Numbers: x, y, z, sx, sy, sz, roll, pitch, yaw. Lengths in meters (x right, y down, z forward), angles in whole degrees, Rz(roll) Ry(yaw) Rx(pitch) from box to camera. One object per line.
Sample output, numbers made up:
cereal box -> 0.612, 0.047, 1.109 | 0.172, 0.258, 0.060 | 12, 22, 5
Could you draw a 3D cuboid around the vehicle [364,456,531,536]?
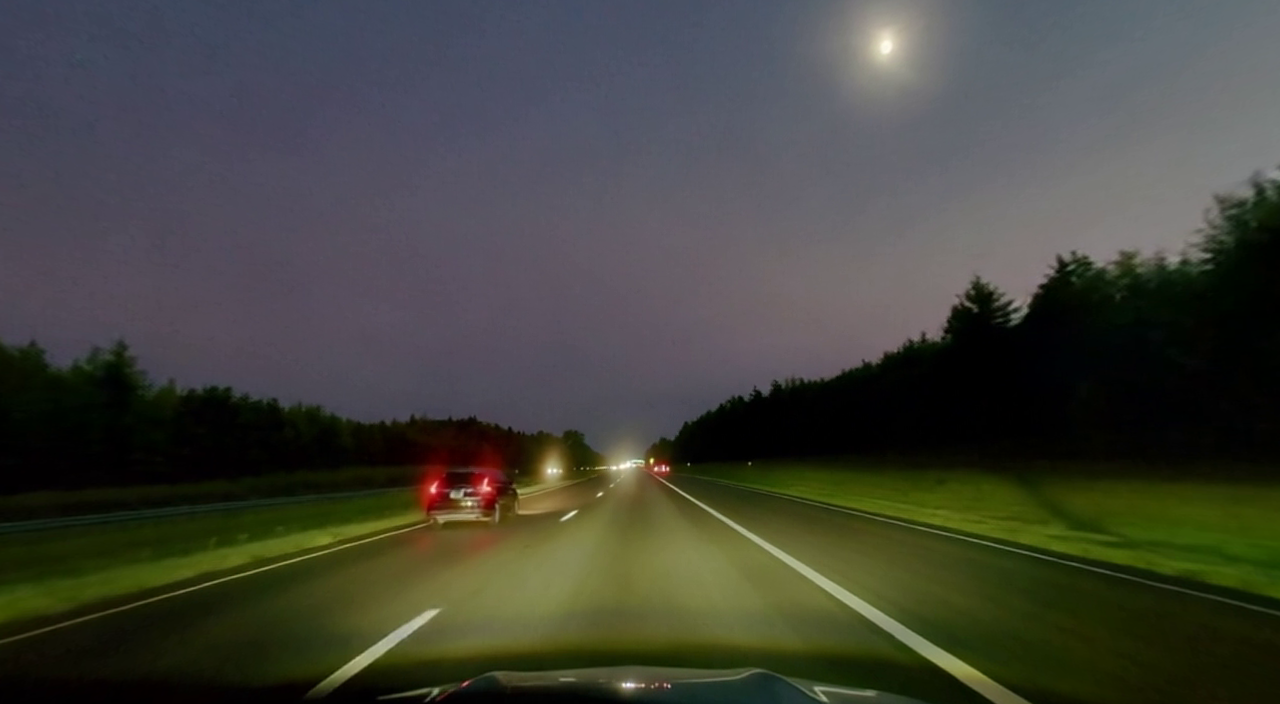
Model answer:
vehicle -> -3.978, 3.107, 14.063 | 2.183, 1.435, 4.653 | 0, -10, 1
